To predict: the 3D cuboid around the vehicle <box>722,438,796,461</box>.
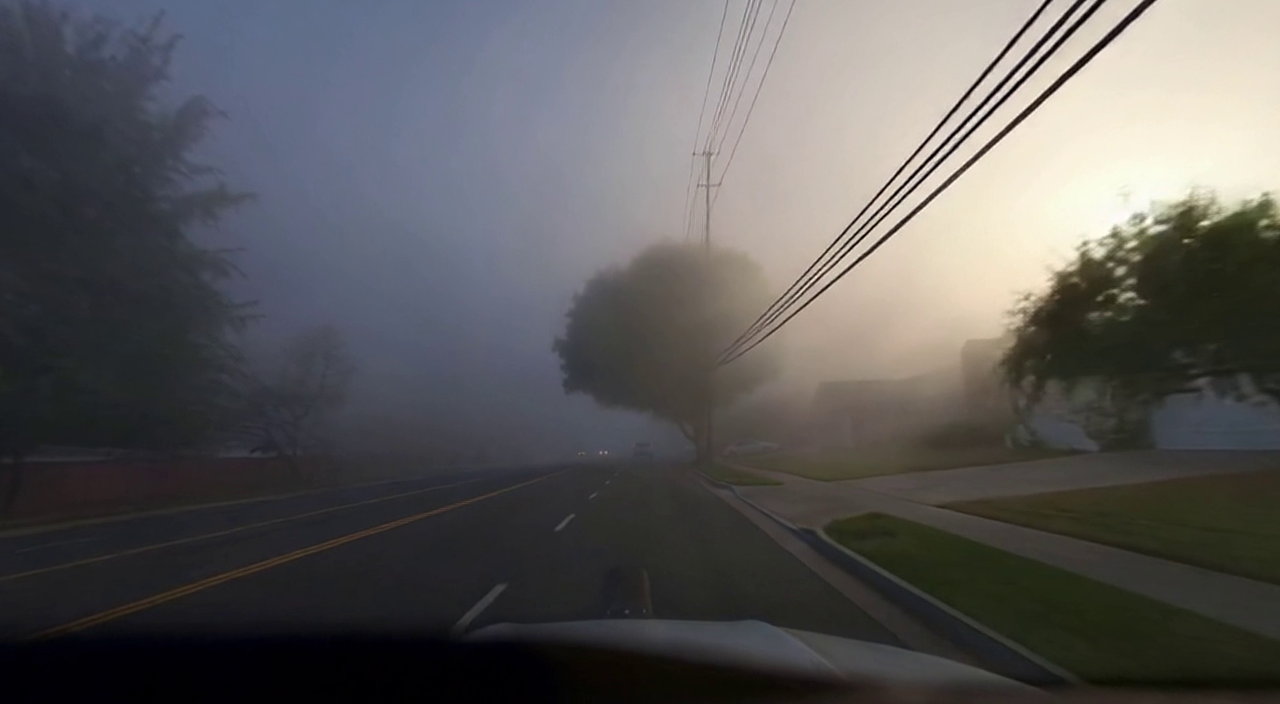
[{"bbox_3d":[8.192,6.765,43.737,4.719,1.556,1.869,0,-9,0],"label":"vehicle"}]
